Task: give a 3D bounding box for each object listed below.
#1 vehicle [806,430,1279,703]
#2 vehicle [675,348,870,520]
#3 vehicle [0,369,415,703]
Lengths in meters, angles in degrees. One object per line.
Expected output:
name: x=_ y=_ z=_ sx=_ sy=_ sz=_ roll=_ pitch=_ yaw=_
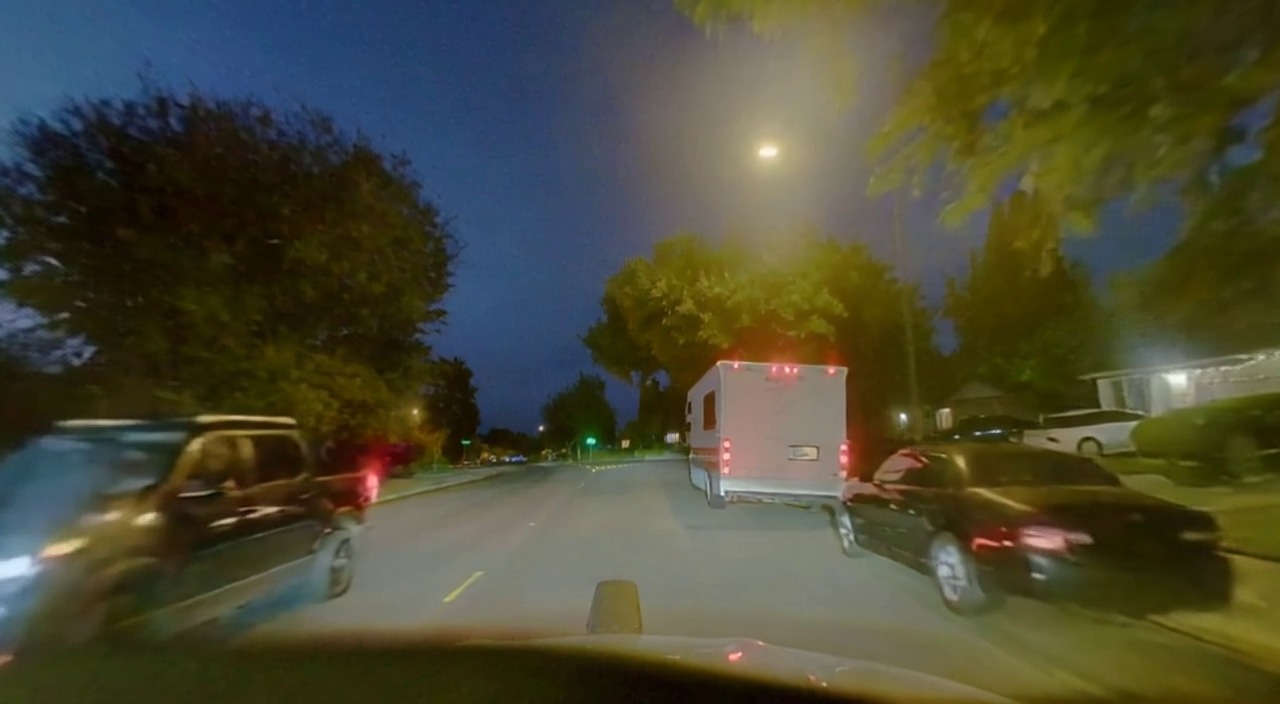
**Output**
vehicle: x=3.163 y=1.479 z=5.676 sx=1.870 sy=1.429 sz=4.743 roll=0 pitch=-8 yaw=-2
vehicle: x=2.742 y=2.185 z=16.426 sx=2.915 sy=3.243 sz=8.972 roll=0 pitch=-8 yaw=-1
vehicle: x=-3.605 y=1.267 z=4.940 sx=2.194 sy=1.763 sz=4.288 roll=0 pitch=-8 yaw=-2
